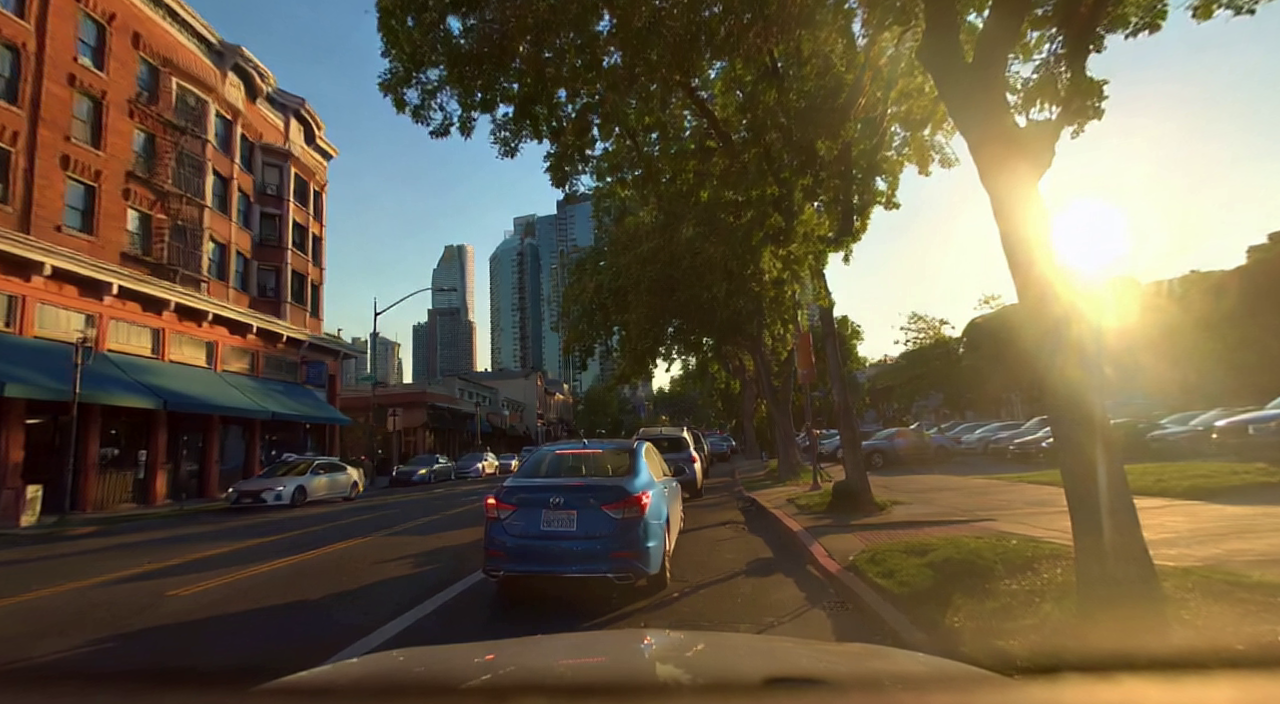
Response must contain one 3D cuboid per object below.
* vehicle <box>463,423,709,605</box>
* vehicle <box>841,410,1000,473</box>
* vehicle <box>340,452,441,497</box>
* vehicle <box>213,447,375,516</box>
[{"bbox_3d":[-0.271,1.638,7.305,1.939,1.478,3.922,-1,-8,9],"label":"vehicle"},{"bbox_3d":[8.999,2.833,20.217,4.558,1.528,1.915,-2,-7,-23],"label":"vehicle"},{"bbox_3d":[-10.251,5.032,26.283,1.826,1.432,4.556,-7,-9,8],"label":"vehicle"},{"bbox_3d":[-11.001,4.069,20.592,2.081,1.718,5.342,-6,-9,3],"label":"vehicle"}]
